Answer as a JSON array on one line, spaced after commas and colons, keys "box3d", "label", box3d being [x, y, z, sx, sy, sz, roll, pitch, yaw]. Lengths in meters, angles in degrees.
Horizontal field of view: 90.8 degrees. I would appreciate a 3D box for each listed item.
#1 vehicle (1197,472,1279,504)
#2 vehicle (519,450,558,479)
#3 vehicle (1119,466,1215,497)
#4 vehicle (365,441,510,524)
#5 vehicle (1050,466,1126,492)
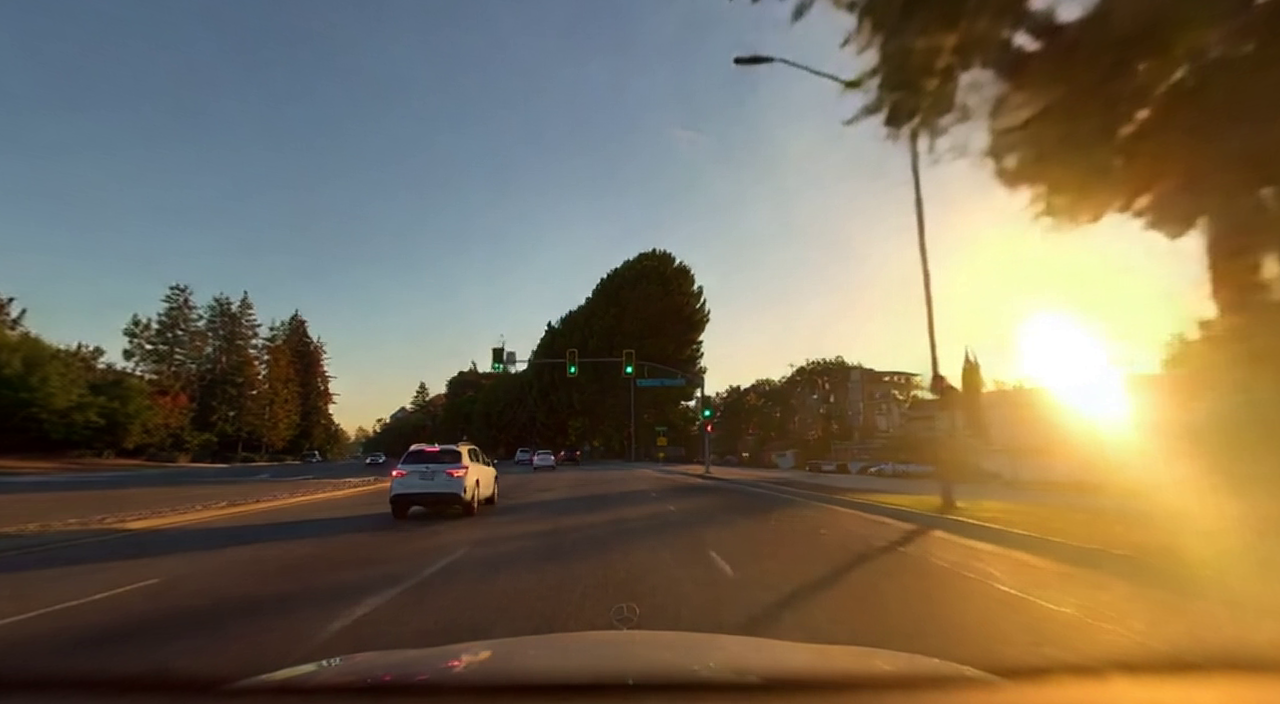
[{"box3d": [35.433, 7.846, 36.596, 1.933, 1.489, 4.403, 0, -9, -6], "label": "vehicle"}, {"box3d": [-5.878, 6.518, 36.848, 1.904, 1.476, 3.736, 0, -8, -4], "label": "vehicle"}, {"box3d": [34.838, 8.547, 41.945, 1.850, 1.753, 4.760, 0, -9, -8], "label": "vehicle"}, {"box3d": [-4.537, 2.959, 15.020, 2.098, 1.613, 4.606, -1, -8, -2], "label": "vehicle"}, {"box3d": [33.941, 9.612, 48.021, 1.791, 1.703, 4.779, 1, -9, -8], "label": "vehicle"}]
